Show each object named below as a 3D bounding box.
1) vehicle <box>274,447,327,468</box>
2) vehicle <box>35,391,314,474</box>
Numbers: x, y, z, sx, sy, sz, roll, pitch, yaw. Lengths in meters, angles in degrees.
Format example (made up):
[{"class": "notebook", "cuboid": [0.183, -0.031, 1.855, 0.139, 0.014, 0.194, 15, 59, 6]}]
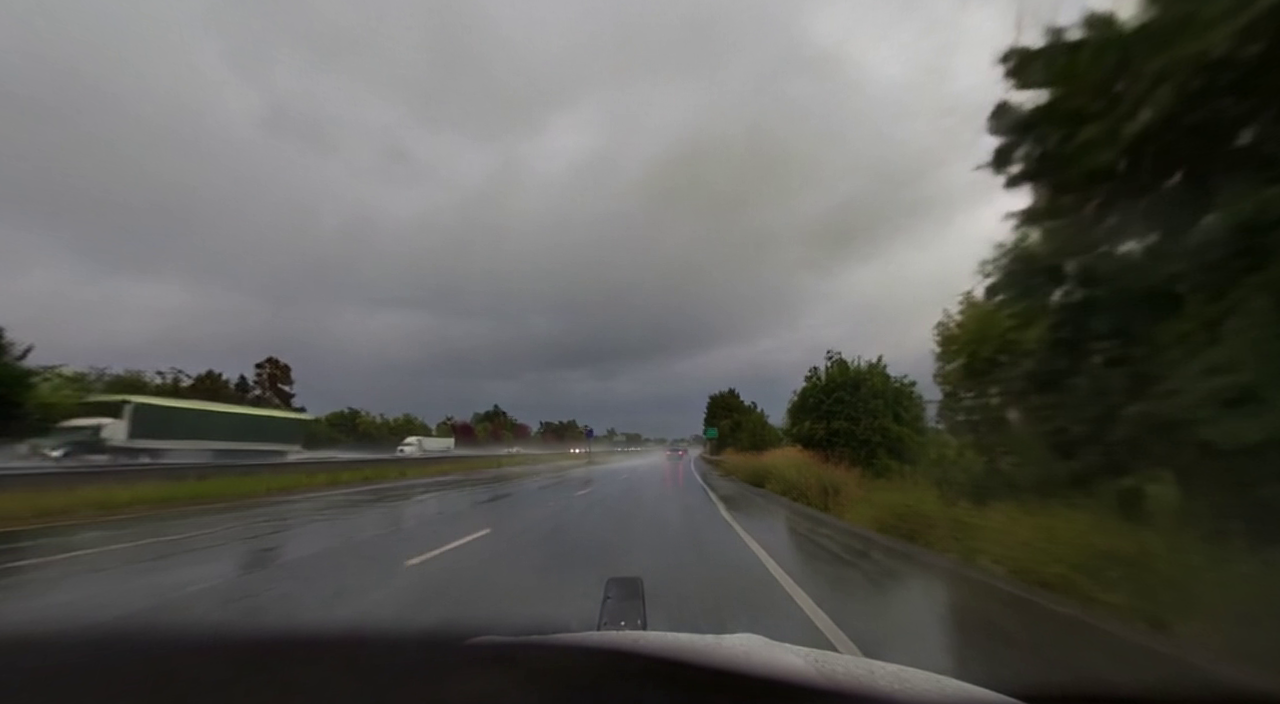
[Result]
[{"class": "vehicle", "cuboid": [-23.708, 7.371, 44.100, 1.508, 1.359, 3.374, -1, -9, 7]}, {"class": "vehicle", "cuboid": [-28.894, 5.540, 41.649, 3.620, 4.302, 17.223, -1, -9, 7]}]
